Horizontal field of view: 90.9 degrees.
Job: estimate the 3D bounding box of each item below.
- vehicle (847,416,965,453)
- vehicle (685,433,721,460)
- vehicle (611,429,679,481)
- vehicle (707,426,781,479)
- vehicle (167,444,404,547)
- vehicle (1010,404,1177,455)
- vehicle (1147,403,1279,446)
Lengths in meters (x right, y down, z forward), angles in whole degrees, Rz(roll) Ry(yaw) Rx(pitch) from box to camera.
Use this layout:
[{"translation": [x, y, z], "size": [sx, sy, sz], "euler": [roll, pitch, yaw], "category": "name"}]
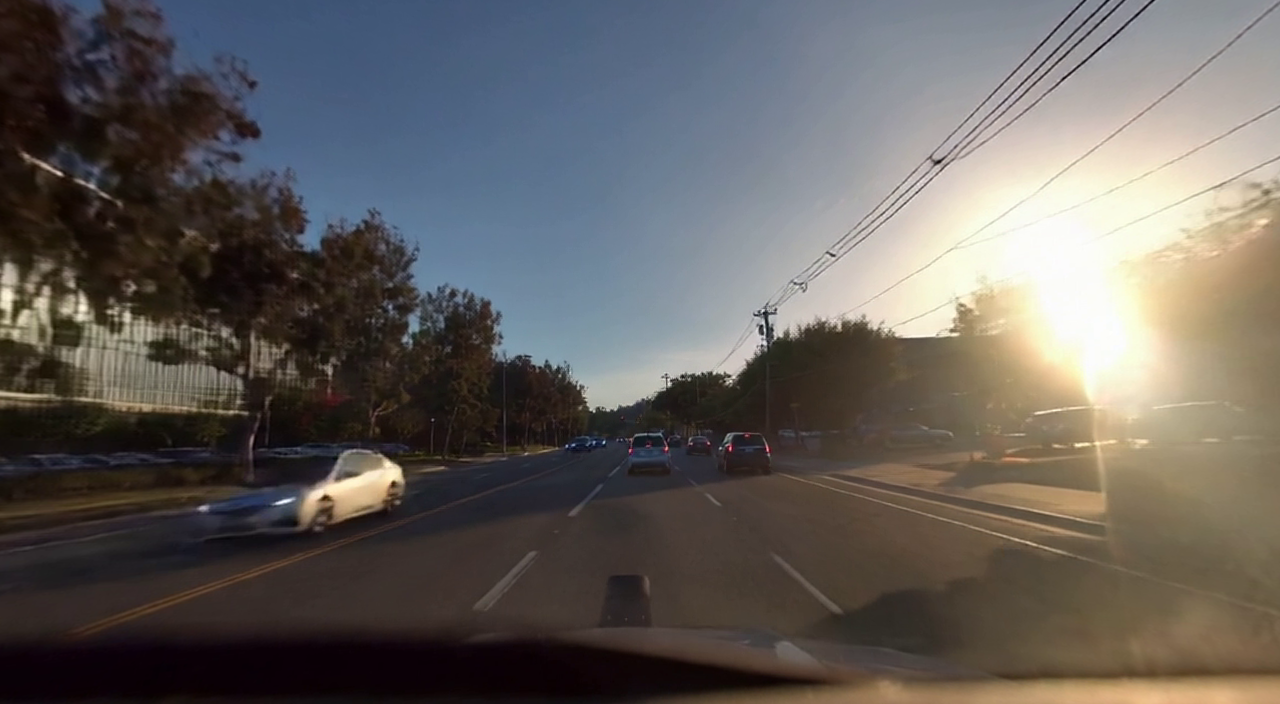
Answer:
[{"translation": [15.225, 4.749, 36.199], "size": [5.731, 1.720, 2.822], "euler": [-8, -10, 31], "category": "vehicle"}, {"translation": [4.225, 6.383, 42.830], "size": [2.024, 1.711, 4.512], "euler": [0, -8, 0], "category": "vehicle"}, {"translation": [0.186, 3.625, 22.347], "size": [2.200, 1.653, 4.127], "euler": [0, -8, 1], "category": "vehicle"}, {"translation": [3.588, 3.559, 22.465], "size": [1.914, 1.698, 4.049], "euler": [0, -8, 0], "category": "vehicle"}, {"translation": [-6.263, 2.525, 11.880], "size": [1.947, 1.541, 4.280], "euler": [0, -8, 0], "category": "vehicle"}, {"translation": [16.012, 2.766, 22.430], "size": [4.392, 1.709, 2.002], "euler": [0, -8, -2], "category": "vehicle"}, {"translation": [21.656, 2.657, 22.983], "size": [4.641, 1.477, 1.844], "euler": [-1, -8, 0], "category": "vehicle"}]
